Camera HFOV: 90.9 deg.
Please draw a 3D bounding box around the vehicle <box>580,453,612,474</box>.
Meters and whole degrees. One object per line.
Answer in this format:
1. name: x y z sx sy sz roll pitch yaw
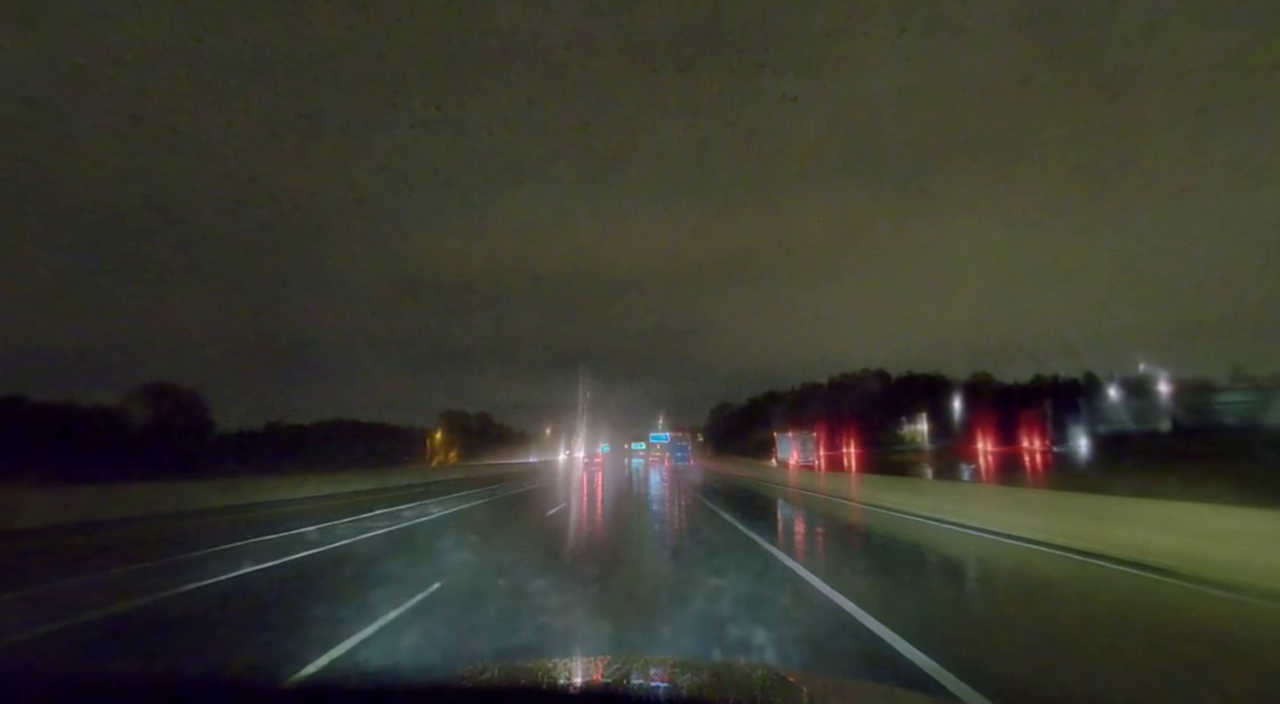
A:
1. vehicle: -3.300 8.431 47.922 2.041 1.512 3.996 0 -9 0
